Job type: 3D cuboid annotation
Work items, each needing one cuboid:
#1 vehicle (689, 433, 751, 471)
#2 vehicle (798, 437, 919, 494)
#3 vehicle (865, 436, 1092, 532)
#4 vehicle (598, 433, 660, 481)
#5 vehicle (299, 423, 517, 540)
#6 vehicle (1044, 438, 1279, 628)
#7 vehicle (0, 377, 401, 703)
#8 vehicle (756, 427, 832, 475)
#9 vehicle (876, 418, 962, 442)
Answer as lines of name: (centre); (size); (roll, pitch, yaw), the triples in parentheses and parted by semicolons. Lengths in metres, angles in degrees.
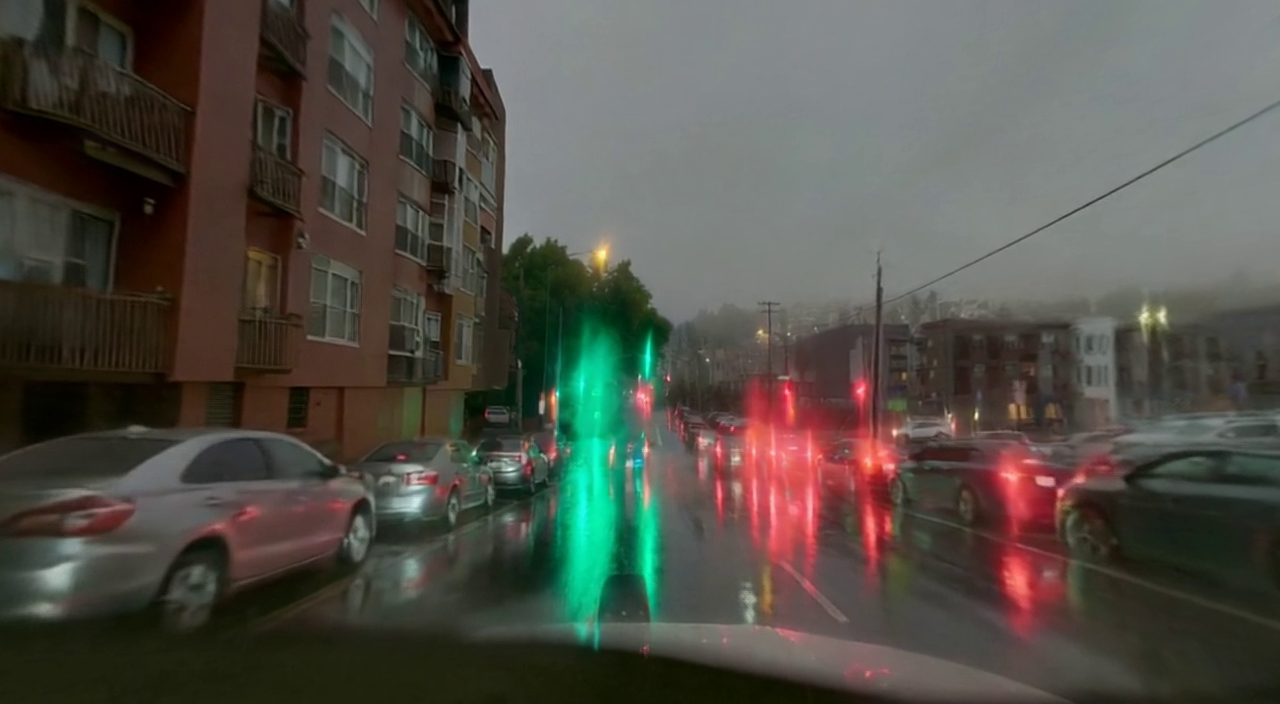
vehicle: (3.250, 4.193, 26.649); (2.055, 1.450, 4.676); (0, -8, 1)
vehicle: (6.193, 3.265, 18.508); (1.962, 1.438, 4.440); (0, -8, 0)
vehicle: (6.116, 2.410, 12.135); (1.938, 1.487, 4.371); (0, -8, 0)
vehicle: (-0.325, 3.532, 21.499); (1.923, 1.460, 3.923); (0, -8, 0)
vehicle: (-3.449, 2.013, 10.452); (1.869, 1.491, 4.458); (0, -8, 1)
vehicle: (6.165, 1.556, 5.744); (1.980, 1.518, 4.526); (0, -8, 0)
vehicle: (-3.714, 1.240, 5.220); (1.831, 1.650, 3.852); (0, -8, 2)
vehicle: (6.188, 4.044, 25.877); (1.999, 1.752, 4.502); (0, -8, 0)
vehicle: (18.460, 5.228, 41.875); (4.738, 1.537, 1.960); (-1, -9, 3)
